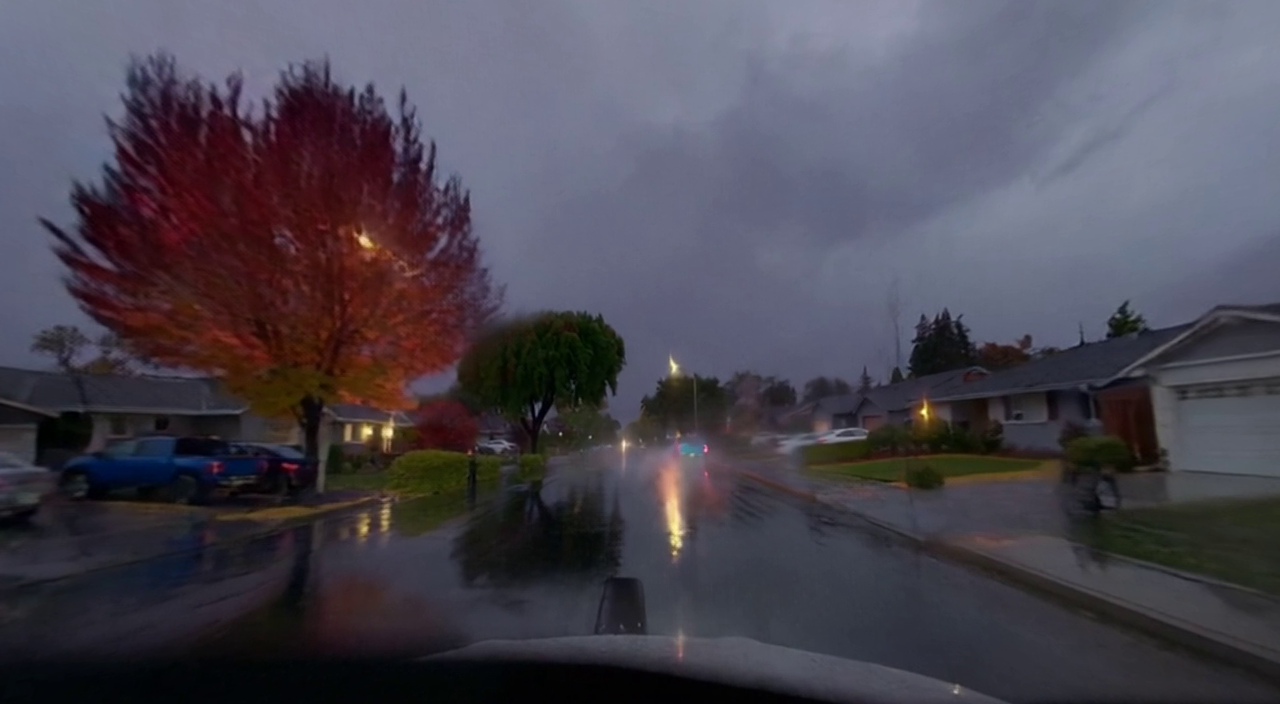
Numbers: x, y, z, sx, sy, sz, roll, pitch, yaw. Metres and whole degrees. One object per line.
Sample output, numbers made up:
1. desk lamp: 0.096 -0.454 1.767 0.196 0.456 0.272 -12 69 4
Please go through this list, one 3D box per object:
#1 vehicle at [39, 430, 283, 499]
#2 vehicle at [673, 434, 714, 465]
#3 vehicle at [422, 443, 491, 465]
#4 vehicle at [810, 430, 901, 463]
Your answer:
1. vehicle: -13.646 3.219 18.281 5.286 1.847 2.166 0 -8 2
2. vehicle: 3.628 6.723 43.700 2.313 1.962 6.029 0 -8 0
3. vehicle: -12.899 7.201 44.644 4.225 1.498 1.917 0 -8 2
4. vehicle: 11.381 5.000 33.607 4.069 1.680 2.156 0 -7 3
